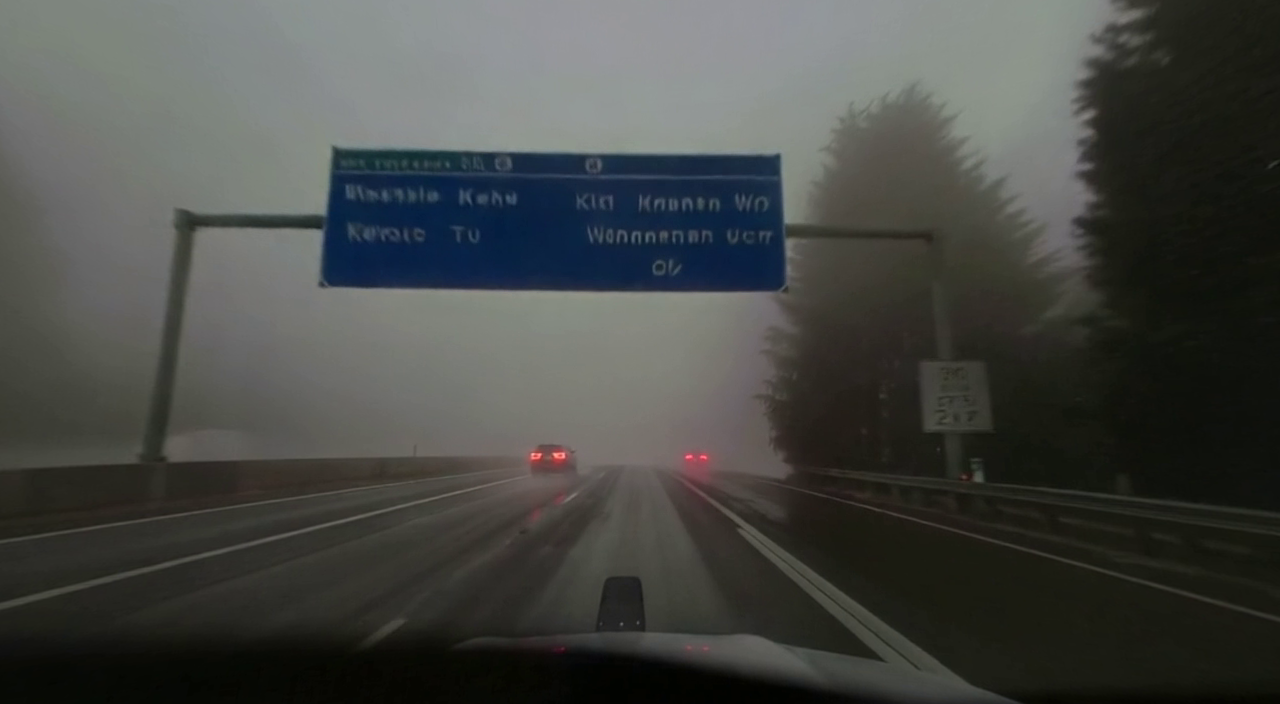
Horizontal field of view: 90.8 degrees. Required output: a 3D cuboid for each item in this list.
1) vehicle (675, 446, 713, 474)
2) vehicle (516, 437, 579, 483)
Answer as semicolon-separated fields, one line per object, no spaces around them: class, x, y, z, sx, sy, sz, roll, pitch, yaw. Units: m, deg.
vehicle;3.577;7.241;42.550;2.133;1.746;4.511;0;-9;0
vehicle;-4.366;5.174;30.440;2.278;2.054;4.498;0;-9;1
